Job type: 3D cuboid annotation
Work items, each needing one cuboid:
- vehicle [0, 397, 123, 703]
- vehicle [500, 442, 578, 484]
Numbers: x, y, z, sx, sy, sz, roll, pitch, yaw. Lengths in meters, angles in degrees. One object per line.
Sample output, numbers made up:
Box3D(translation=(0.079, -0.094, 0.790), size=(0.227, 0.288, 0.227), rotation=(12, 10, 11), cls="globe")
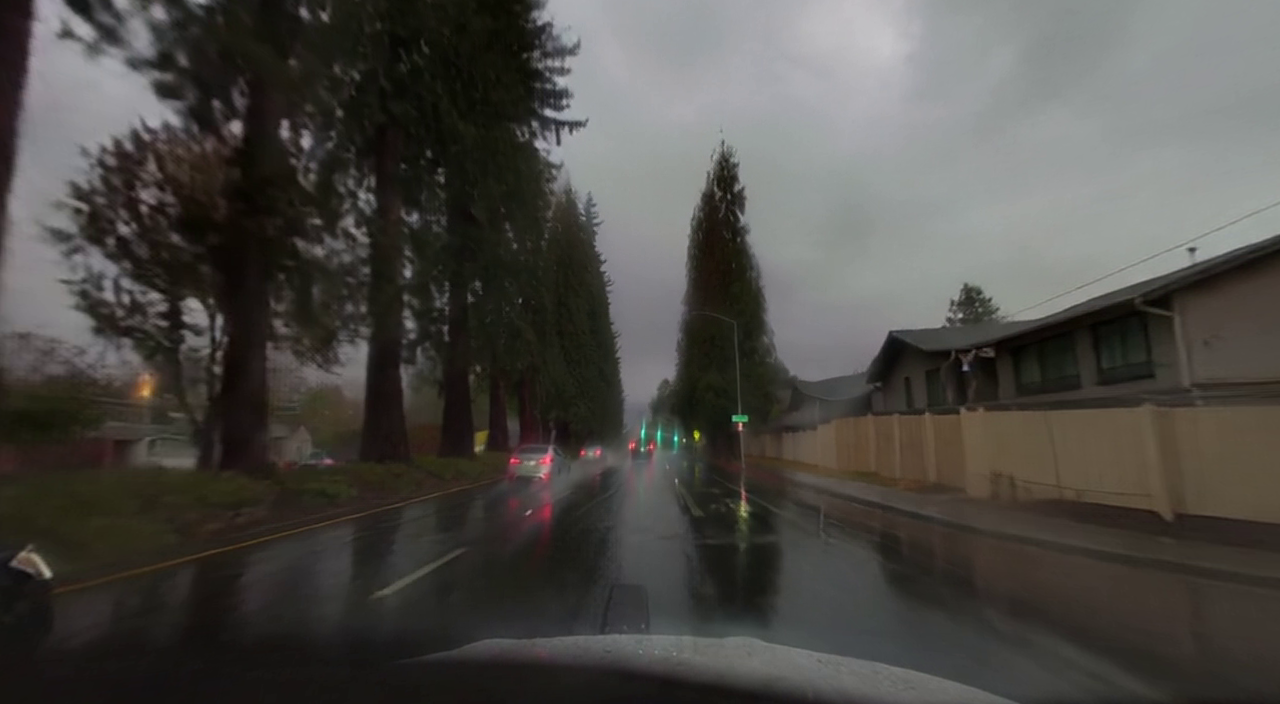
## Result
Box3D(translation=(-3.899, 0.695, 0.848), size=(2.190, 1.545, 4.943), rotation=(0, -8, 0), cls="vehicle")
Box3D(translation=(-3.791, 4.275, 24.665), size=(2.188, 1.473, 4.651), rotation=(0, -8, 1), cls="vehicle")
